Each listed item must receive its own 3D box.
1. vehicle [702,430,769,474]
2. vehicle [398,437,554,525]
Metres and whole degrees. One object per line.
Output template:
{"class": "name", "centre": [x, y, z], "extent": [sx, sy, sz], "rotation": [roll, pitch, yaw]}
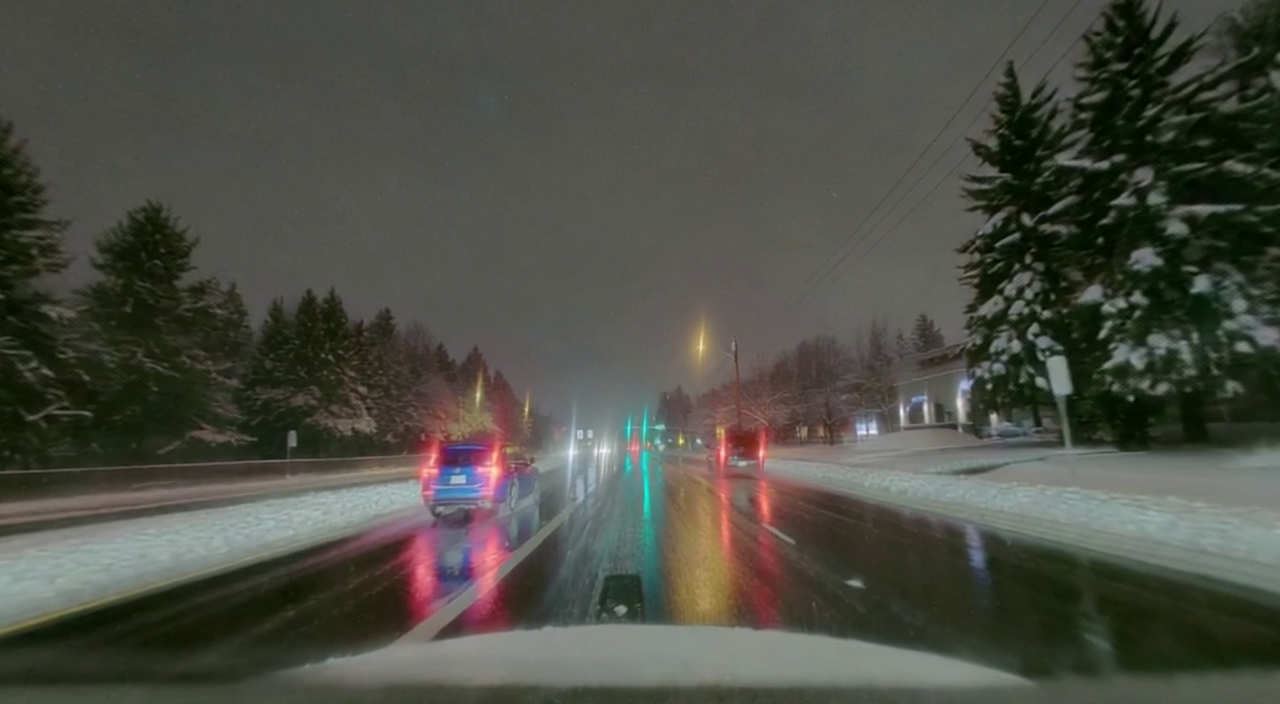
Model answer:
{"class": "vehicle", "centre": [4.699, 5.053, 32.039], "extent": [2.476, 2.016, 5.586], "rotation": [0, -8, 0]}
{"class": "vehicle", "centre": [-3.120, 2.543, 13.062], "extent": [2.017, 1.470, 4.293], "rotation": [0, -8, 1]}
